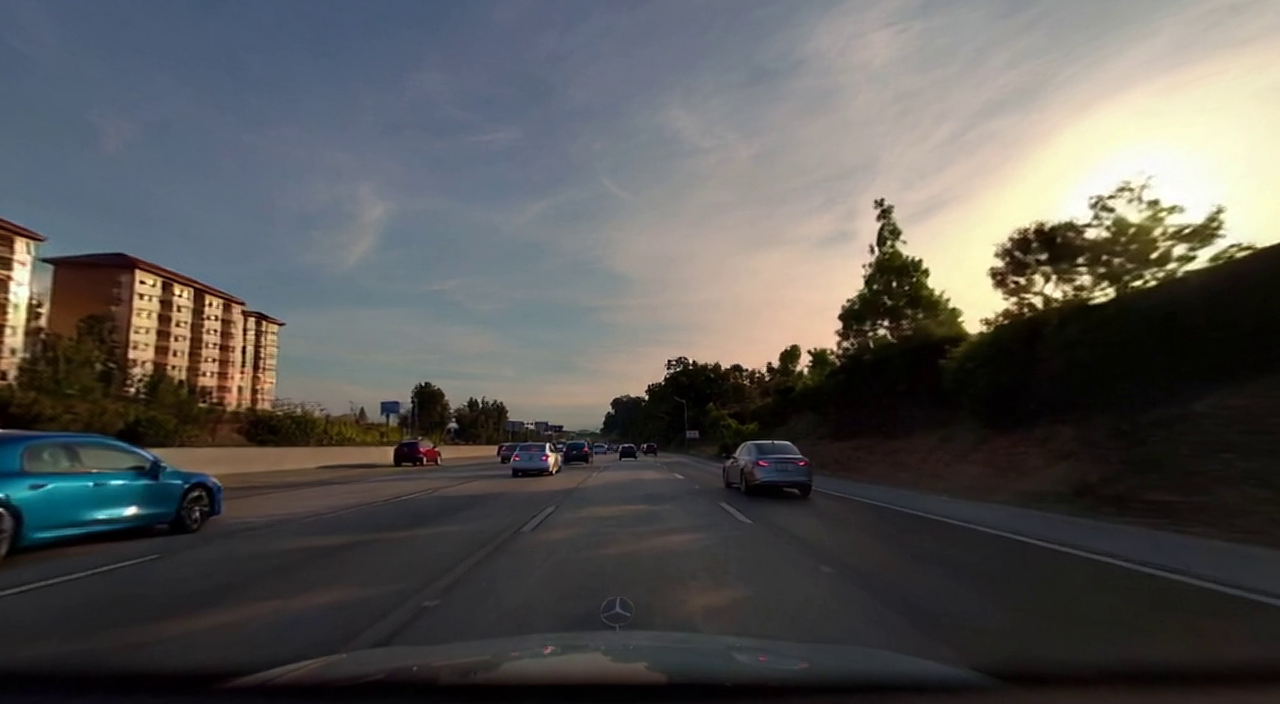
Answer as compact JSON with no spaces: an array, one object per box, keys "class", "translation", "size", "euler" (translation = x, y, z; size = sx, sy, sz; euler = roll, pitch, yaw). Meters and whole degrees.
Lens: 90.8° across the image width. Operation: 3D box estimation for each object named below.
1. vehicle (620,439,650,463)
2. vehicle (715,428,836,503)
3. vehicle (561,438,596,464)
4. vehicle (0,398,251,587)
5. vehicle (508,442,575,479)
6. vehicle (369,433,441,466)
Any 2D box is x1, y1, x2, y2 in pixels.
[{"class":"vehicle","translation":[-0.366,7.207,45.936],"size":[2.053,1.650,3.945],"euler":[0,-8,-1]},{"class":"vehicle","translation":[3.285,2.860,16.353],"size":[2.061,1.658,4.417],"euler":[0,-8,-1]},{"class":"vehicle","translation":[-4.275,6.994,44.755],"size":[2.044,1.774,4.329],"euler":[0,-8,0]},{"class":"vehicle","translation":[-7.142,1.526,7.291],"size":[2.086,1.776,5.080],"euler":[0,-8,0]},{"class":"vehicle","translation":[-4.065,4.541,26.829],"size":[2.124,1.426,4.444],"euler":[0,-8,0]},{"class":"vehicle","translation":[-15.306,6.420,41.672],"size":[2.396,1.999,6.333],"euler":[0,-8,0]}]
